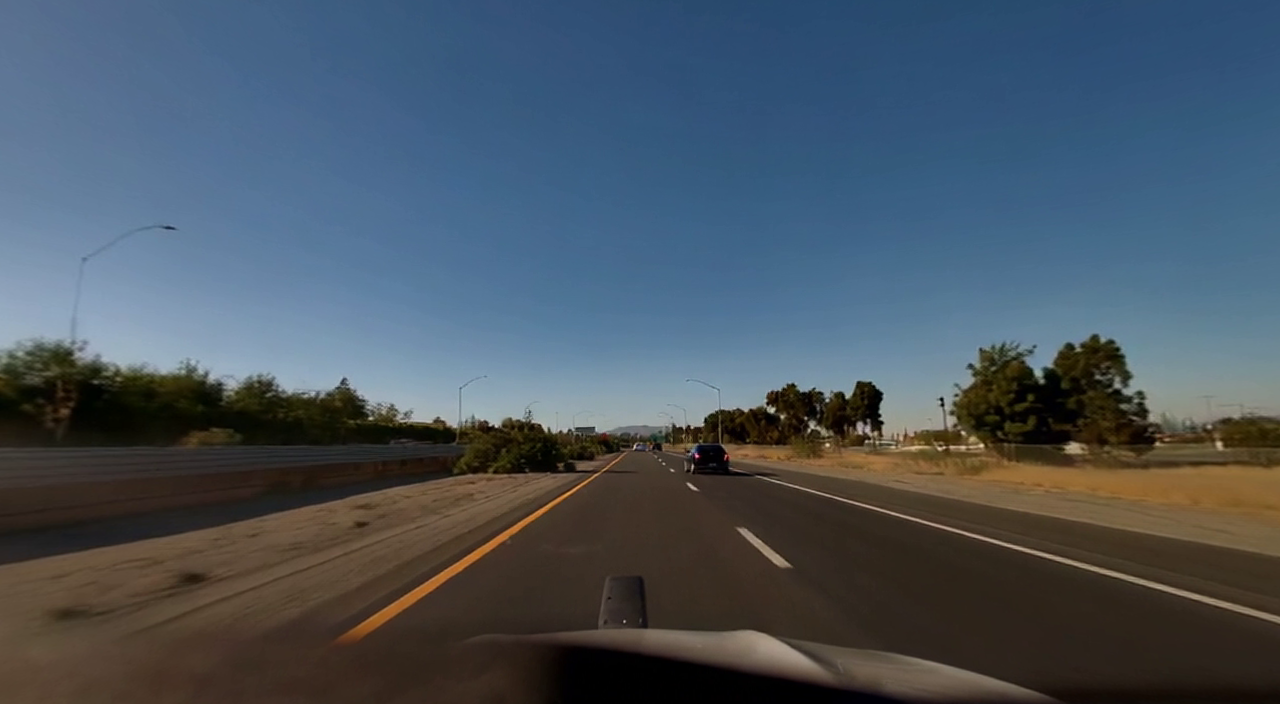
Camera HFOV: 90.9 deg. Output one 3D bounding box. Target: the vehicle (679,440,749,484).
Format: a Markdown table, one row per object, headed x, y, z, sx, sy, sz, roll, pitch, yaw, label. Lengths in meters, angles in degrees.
| x | y | z | sx | sy | sz | roll | pitch | yaw | label |
| --- | --- | --- | --- | --- | --- | --- | --- | --- | --- |
| 2.692 | 4.119 | 23.935 | 1.991 | 1.475 | 4.302 | 0 | -8 | -2 | vehicle |
